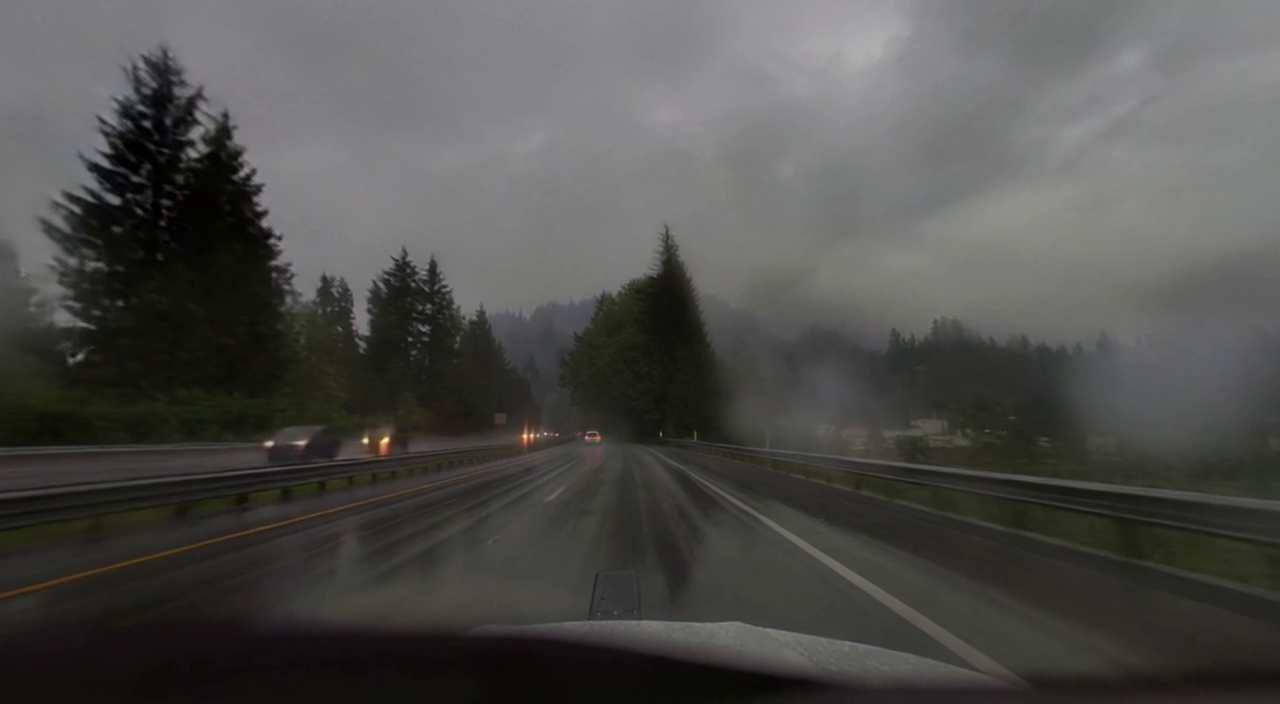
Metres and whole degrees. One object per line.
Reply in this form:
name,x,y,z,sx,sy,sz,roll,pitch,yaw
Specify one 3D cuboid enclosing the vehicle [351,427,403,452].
vehicle,-18.367,6.138,44.261,1.835,1.601,4.326,0,-8,-1
